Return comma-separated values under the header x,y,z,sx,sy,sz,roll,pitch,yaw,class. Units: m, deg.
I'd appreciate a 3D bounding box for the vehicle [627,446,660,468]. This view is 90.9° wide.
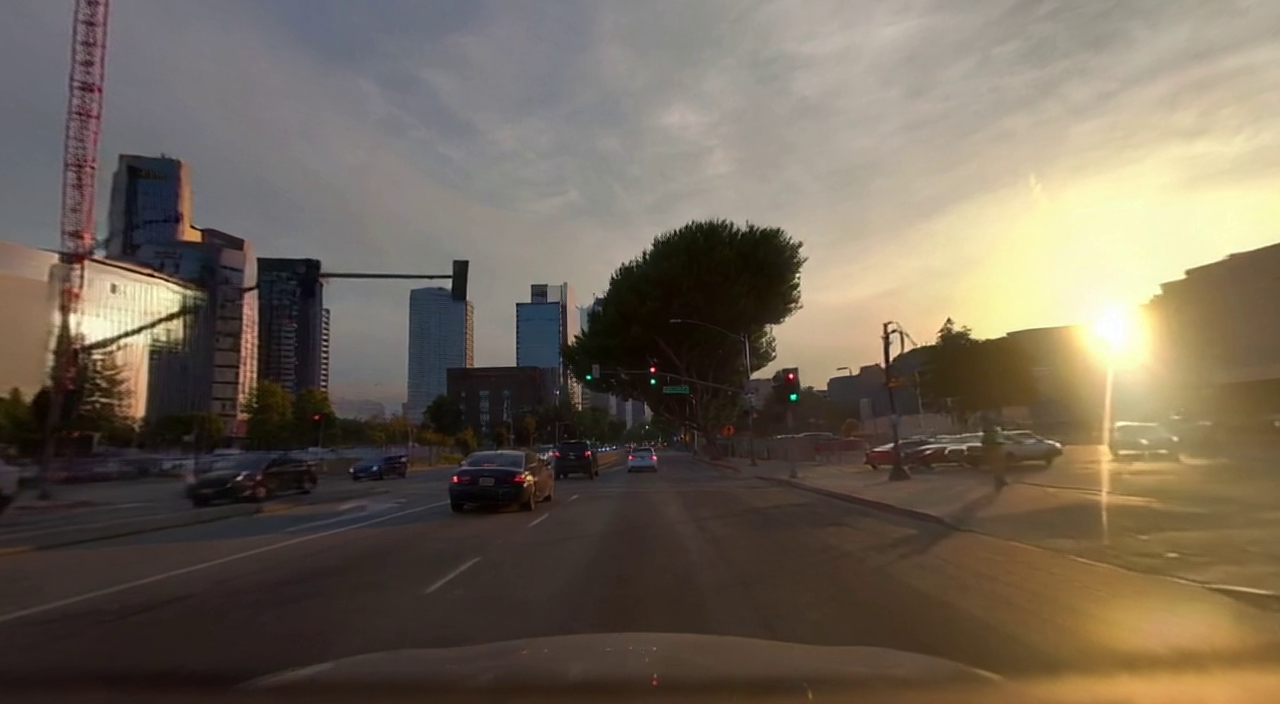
x,y,z,sx,sy,sz,roll,pitch,yaw,class
0.269,7.282,44.011,2.171,1.422,4.146,0,-9,1,vehicle

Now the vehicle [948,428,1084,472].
x,y,z,sx,sy,sz,roll,pitch,yaw,class
13.399,3.454,22.504,4.061,1.465,1.803,2,-8,-17,vehicle

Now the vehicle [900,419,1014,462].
x,y,z,sx,sy,sz,roll,pitch,yaw,class
12.143,3.411,24.219,3.500,1.563,1.871,2,-9,-19,vehicle

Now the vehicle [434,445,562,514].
x,y,z,sx,sy,sz,roll,pitch,yaw,class
-3.233,2.989,15.393,1.959,1.406,4.527,0,-9,2,vehicle

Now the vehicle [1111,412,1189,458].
x,y,z,sx,sy,sz,roll,pitch,yaw,class
23.626,3.883,29.117,2.304,1.936,5.023,-8,-12,42,vehicle

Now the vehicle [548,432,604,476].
x,y,z,sx,sy,sz,roll,pitch,yaw,class
-3.129,5.134,31.999,2.240,2.054,4.662,0,-9,2,vehicle

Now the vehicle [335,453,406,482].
x,y,z,sx,sy,sz,roll,pitch,yaw,class
-14.890,6.372,35.067,1.879,1.450,4.279,-1,-9,3,vehicle

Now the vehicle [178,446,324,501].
x,y,z,sx,sy,sz,roll,pitch,yaw,class
-11.818,3.668,19.500,1.898,1.498,3.913,0,-9,2,vehicle
